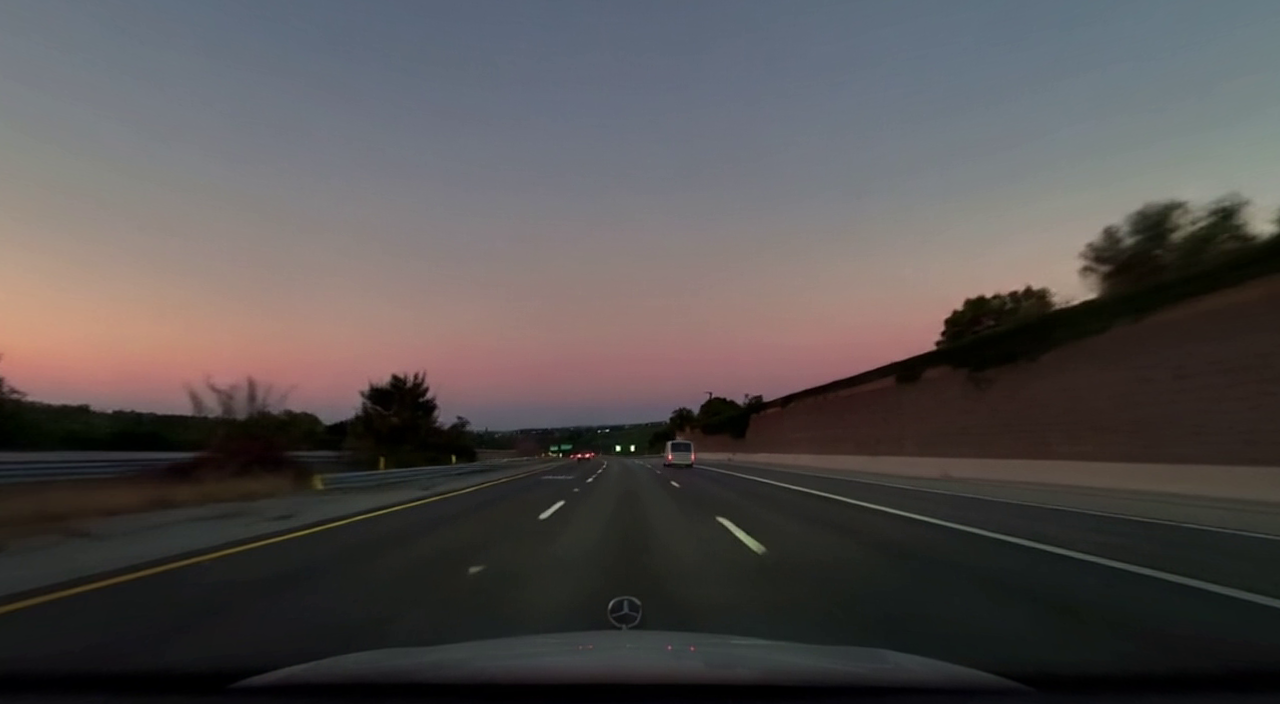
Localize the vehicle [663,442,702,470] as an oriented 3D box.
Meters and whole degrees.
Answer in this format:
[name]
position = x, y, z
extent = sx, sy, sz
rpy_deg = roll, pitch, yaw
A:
[vehicle]
position = 2.947, 7.341, 44.450
extent = 2.233, 1.861, 4.494
rpy_deg = 1, -9, -3
